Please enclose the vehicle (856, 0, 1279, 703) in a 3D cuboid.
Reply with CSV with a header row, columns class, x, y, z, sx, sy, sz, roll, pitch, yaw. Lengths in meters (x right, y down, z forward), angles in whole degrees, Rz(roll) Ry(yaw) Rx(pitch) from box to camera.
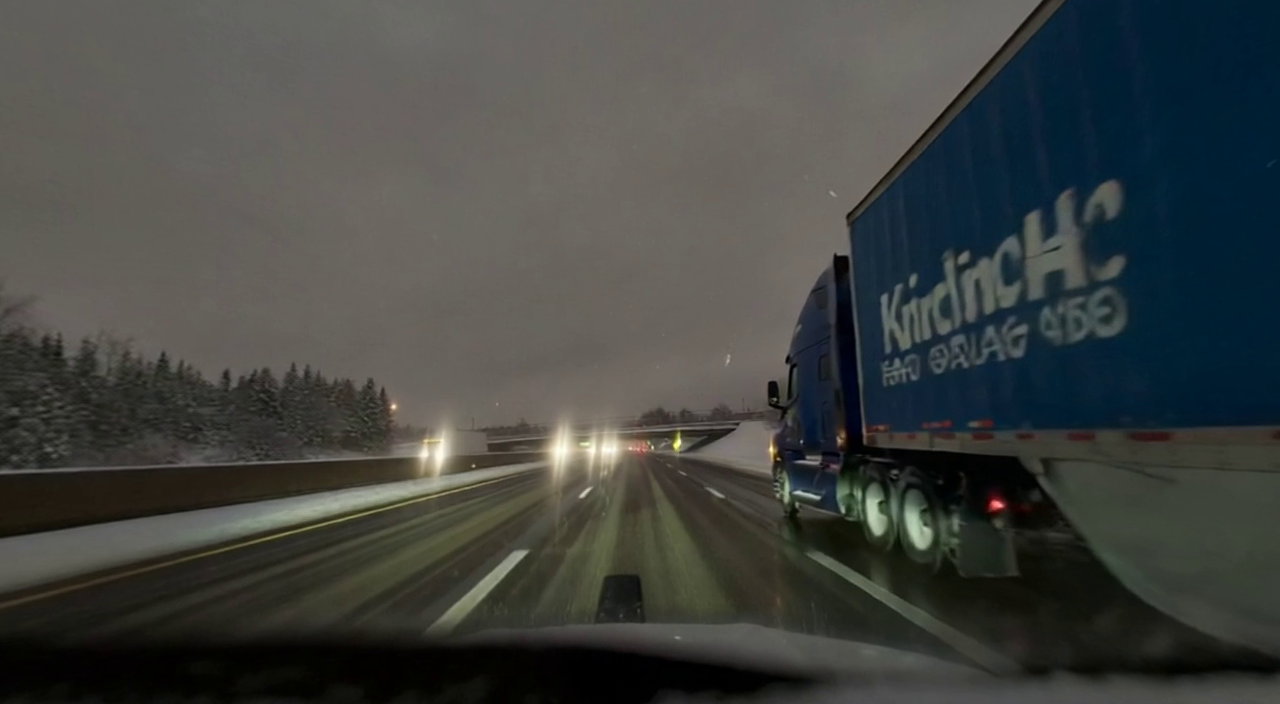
class,x,y,z,sx,sy,sz,roll,pitch,yaw
vehicle,4.509,-0.739,1.146,2.993,4.433,13.992,0,-9,-1
